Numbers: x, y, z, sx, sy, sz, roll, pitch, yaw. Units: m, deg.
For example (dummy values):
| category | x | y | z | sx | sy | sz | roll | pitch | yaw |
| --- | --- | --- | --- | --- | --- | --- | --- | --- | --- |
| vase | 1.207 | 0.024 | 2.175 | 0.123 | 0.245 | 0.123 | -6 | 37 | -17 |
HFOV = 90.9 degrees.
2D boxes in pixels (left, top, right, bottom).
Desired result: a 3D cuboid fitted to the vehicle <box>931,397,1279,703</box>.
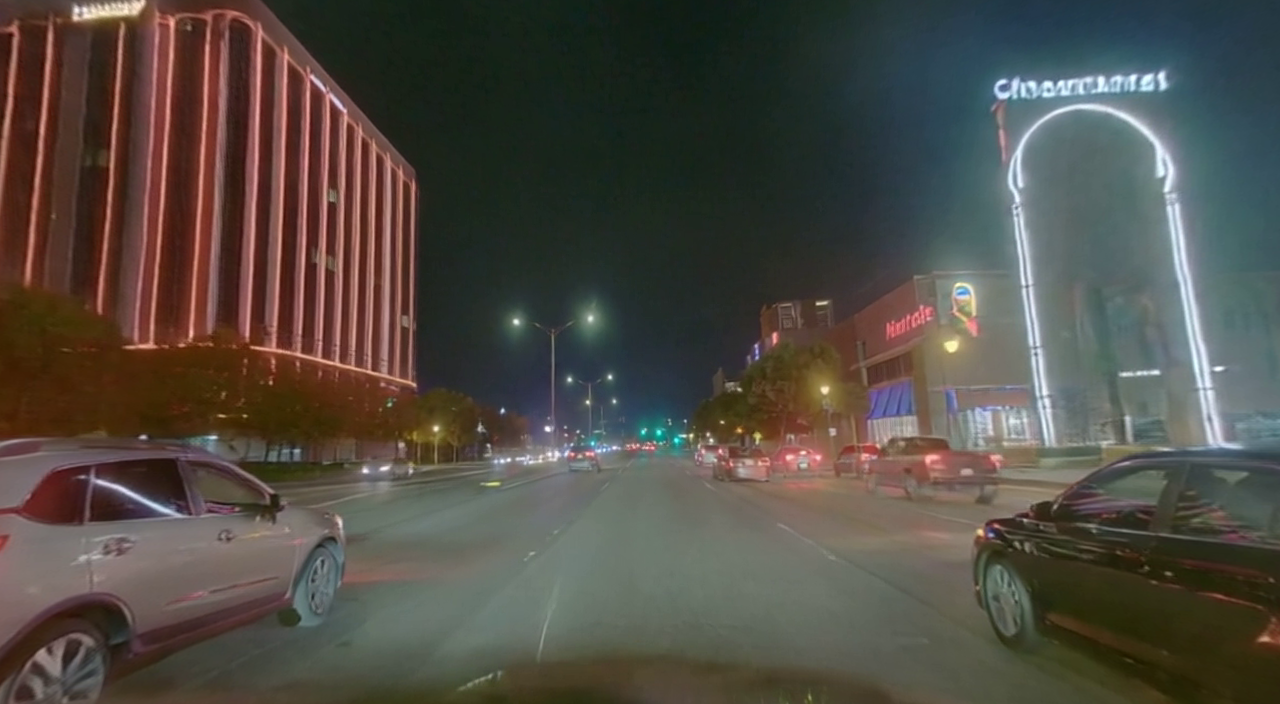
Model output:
| category | x | y | z | sx | sy | sz | roll | pitch | yaw |
| --- | --- | --- | --- | --- | --- | --- | --- | --- | --- |
| vehicle | 3.323 | 0.974 | 2.674 | 1.981 | 1.499 | 4.536 | 0 | -9 | 0 |

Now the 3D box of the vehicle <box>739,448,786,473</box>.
| category | x | y | z | sx | sy | sz | roll | pitch | yaw |
| --- | --- | --- | --- | --- | --- | --- | --- | --- | --- |
| vehicle | 7.641 | 6.780 | 39.726 | 1.976 | 1.469 | 4.576 | 0 | -9 | -1 |

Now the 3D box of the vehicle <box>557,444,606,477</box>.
| category | x | y | z | sx | sy | sz | roll | pitch | yaw |
| --- | --- | --- | --- | --- | --- | --- | --- | --- | --- |
| vehicle | -2.856 | 5.394 | 31.705 | 1.917 | 1.511 | 4.436 | -1 | -9 | 1 |

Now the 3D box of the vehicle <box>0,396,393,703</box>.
| category | x | y | z | sx | sy | sz | roll | pitch | yaw |
| --- | --- | --- | --- | --- | --- | --- | --- | --- | --- |
| vehicle | -3.454 | 1.085 | 3.381 | 2.155 | 1.504 | 4.776 | -1 | -9 | 2 |

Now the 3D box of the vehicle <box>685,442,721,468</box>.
| category | x | y | z | sx | sy | sz | roll | pitch | yaw |
| --- | --- | --- | --- | --- | --- | --- | --- | --- | --- |
| vehicle | 4.276 | 7.094 | 43.509 | 2.007 | 1.683 | 4.171 | 0 | -9 | -1 |
